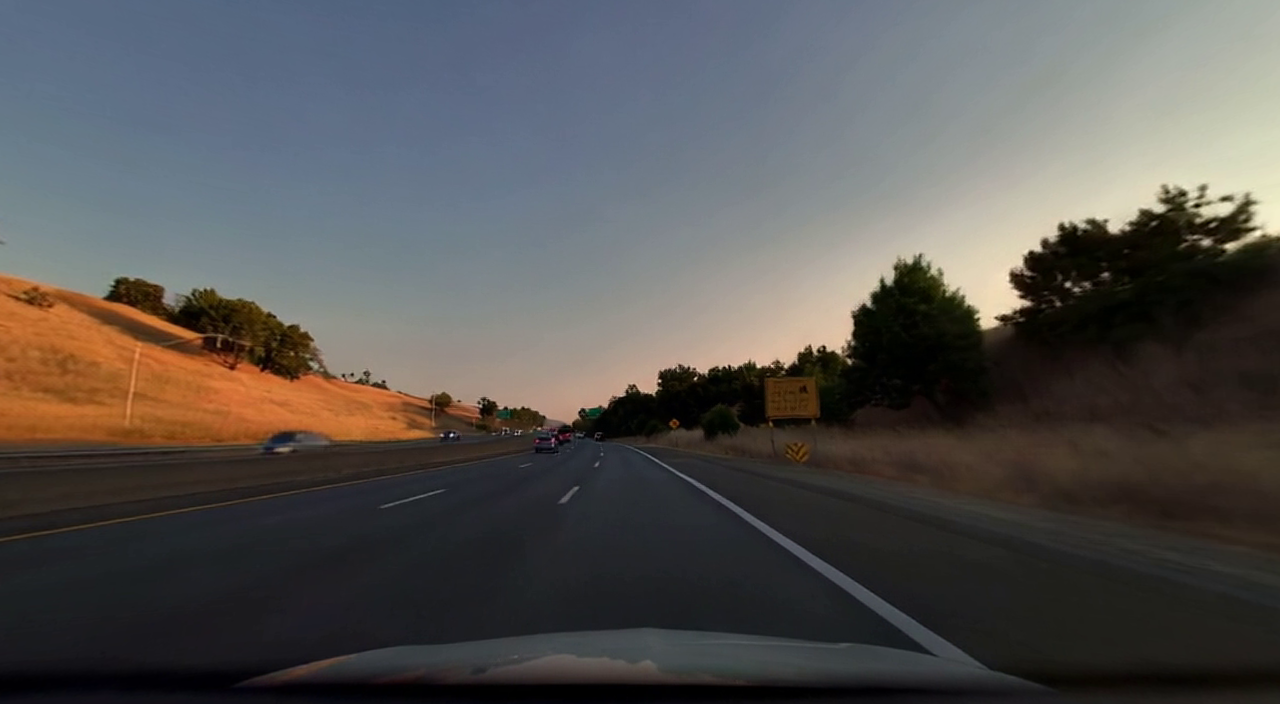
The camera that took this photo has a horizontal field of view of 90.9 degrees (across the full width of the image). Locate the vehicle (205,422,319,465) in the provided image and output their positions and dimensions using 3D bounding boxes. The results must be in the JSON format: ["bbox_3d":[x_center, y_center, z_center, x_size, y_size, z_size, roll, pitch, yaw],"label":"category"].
[{"bbox_3d":[-17.560,4.318,29.654,2.333,1.833,4.988,0,-8,-1],"label":"vehicle"}]
